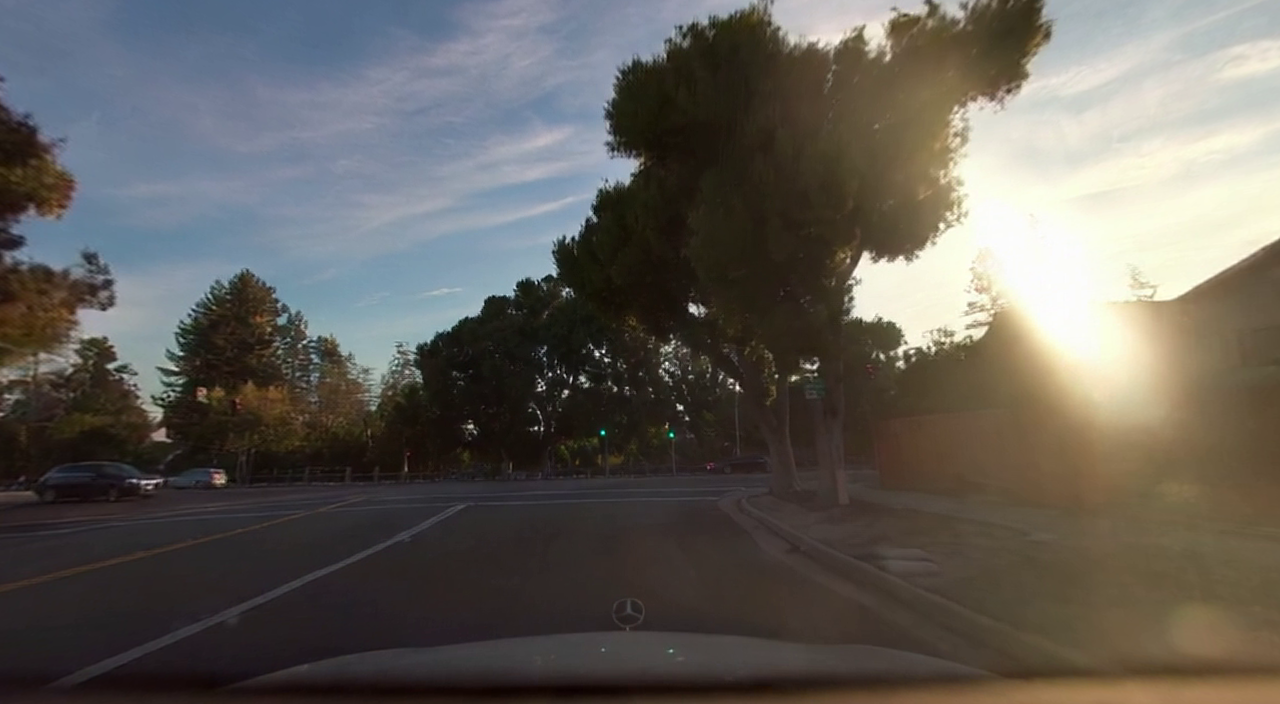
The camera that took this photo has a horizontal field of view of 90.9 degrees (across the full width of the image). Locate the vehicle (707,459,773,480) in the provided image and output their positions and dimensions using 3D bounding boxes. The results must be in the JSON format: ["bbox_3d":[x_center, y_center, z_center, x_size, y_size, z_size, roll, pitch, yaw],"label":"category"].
[{"bbox_3d":[7.453,8.775,47.103,4.510,1.461,1.828,1,-9,-9],"label":"vehicle"}]

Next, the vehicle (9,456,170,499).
[{"bbox_3d":[-25.345,5.779,29.227,5.107,1.749,2.254,0,-9,-6],"label":"vehicle"}]

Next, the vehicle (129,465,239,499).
[{"bbox_3d":[-26.284,7.485,36.442,4.664,1.728,1.959,0,-9,-6],"label":"vehicle"}]

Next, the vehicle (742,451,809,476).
[{"bbox_3d":[9.406,7.745,43.824,4.106,1.583,1.806,1,-9,-9],"label":"vehicle"}]
